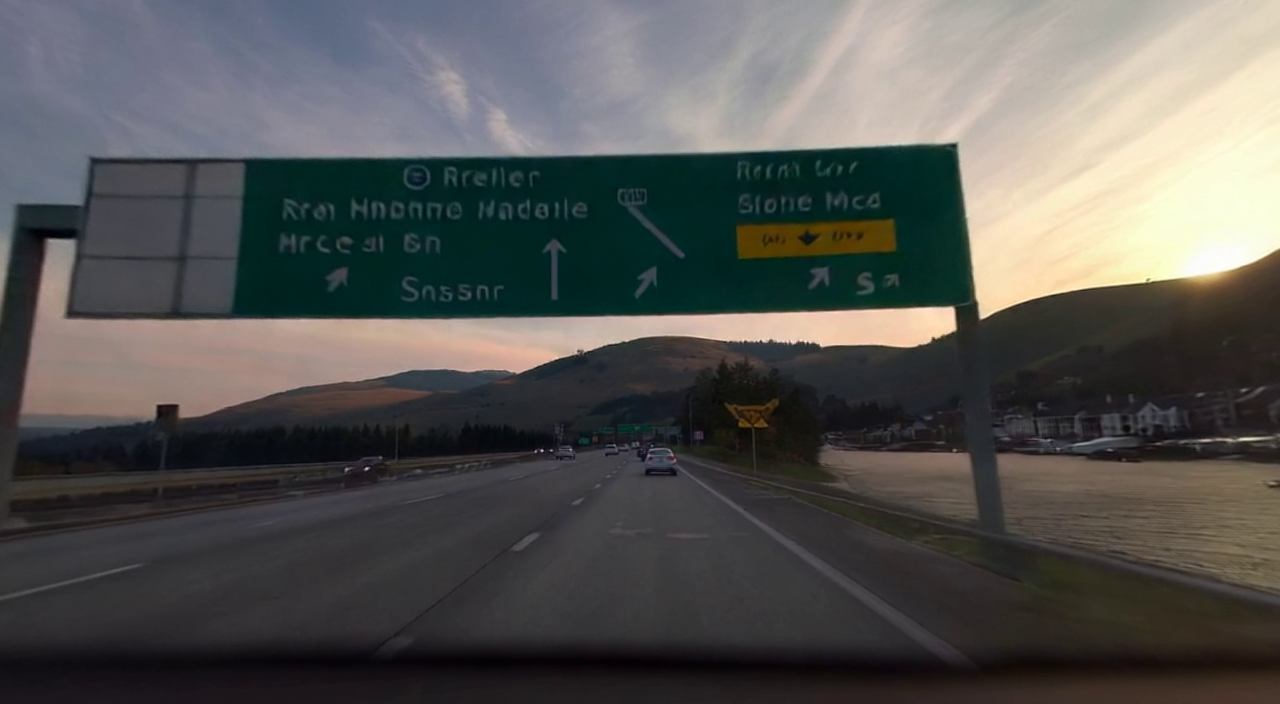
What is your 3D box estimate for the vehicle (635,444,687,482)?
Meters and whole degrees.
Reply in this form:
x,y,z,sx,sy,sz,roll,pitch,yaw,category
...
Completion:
x,y,z,sx,sy,sz,roll,pitch,yaw,category
0.857,4.637,26.559,2.019,1.475,4.301,0,-9,1,vehicle
